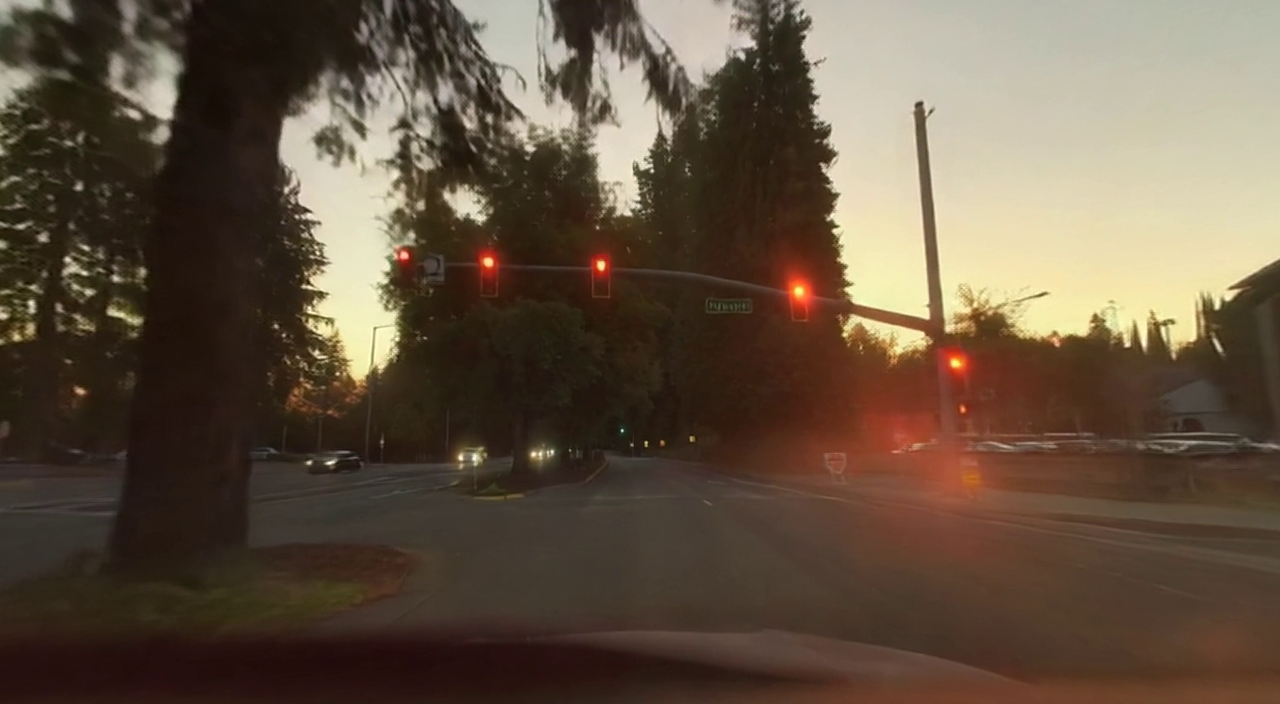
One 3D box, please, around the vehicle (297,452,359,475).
[{"bbox_3d":[-21.925,7.820,44.490,1.885,1.479,4.675,0,-8,1],"label":"vehicle"}]
